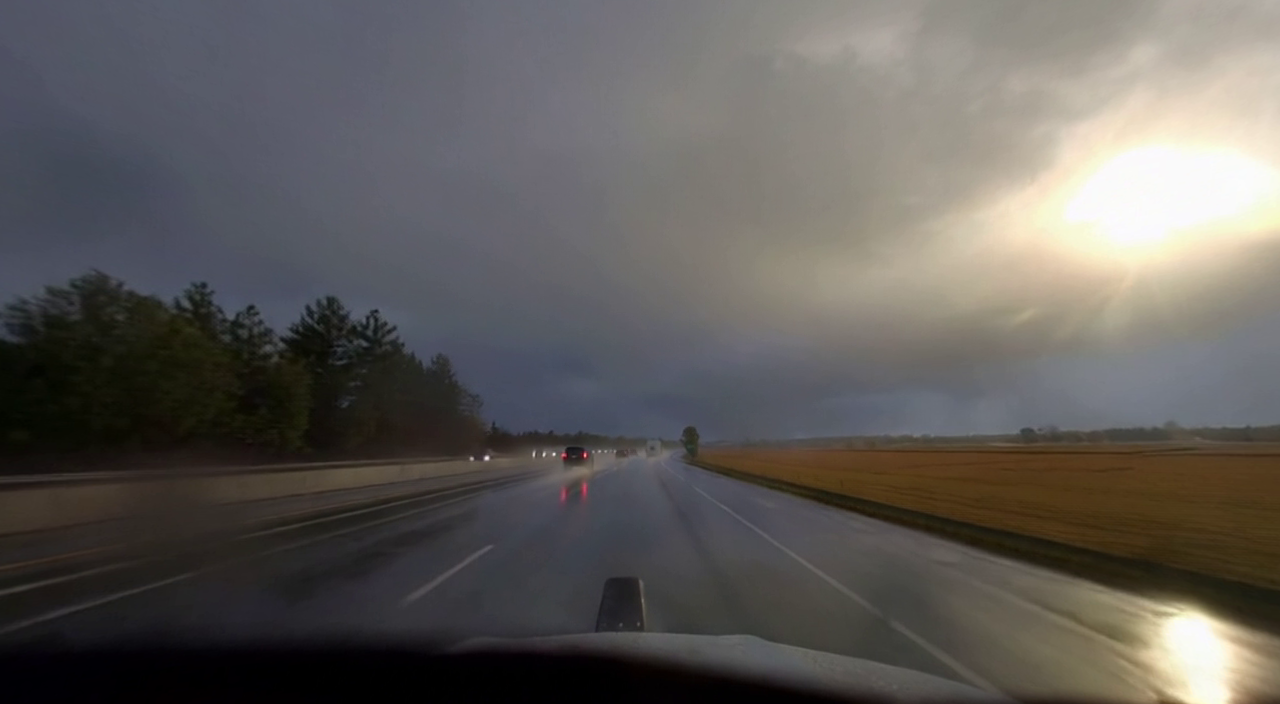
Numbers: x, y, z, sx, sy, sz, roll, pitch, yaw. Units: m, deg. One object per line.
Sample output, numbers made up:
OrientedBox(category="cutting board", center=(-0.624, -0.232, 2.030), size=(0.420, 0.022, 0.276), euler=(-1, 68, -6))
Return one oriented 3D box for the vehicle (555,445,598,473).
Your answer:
OrientedBox(category="vehicle", center=(-4.026, 6.879, 40.821), size=(2.188, 1.692, 4.623), euler=(0, -9, 2))
